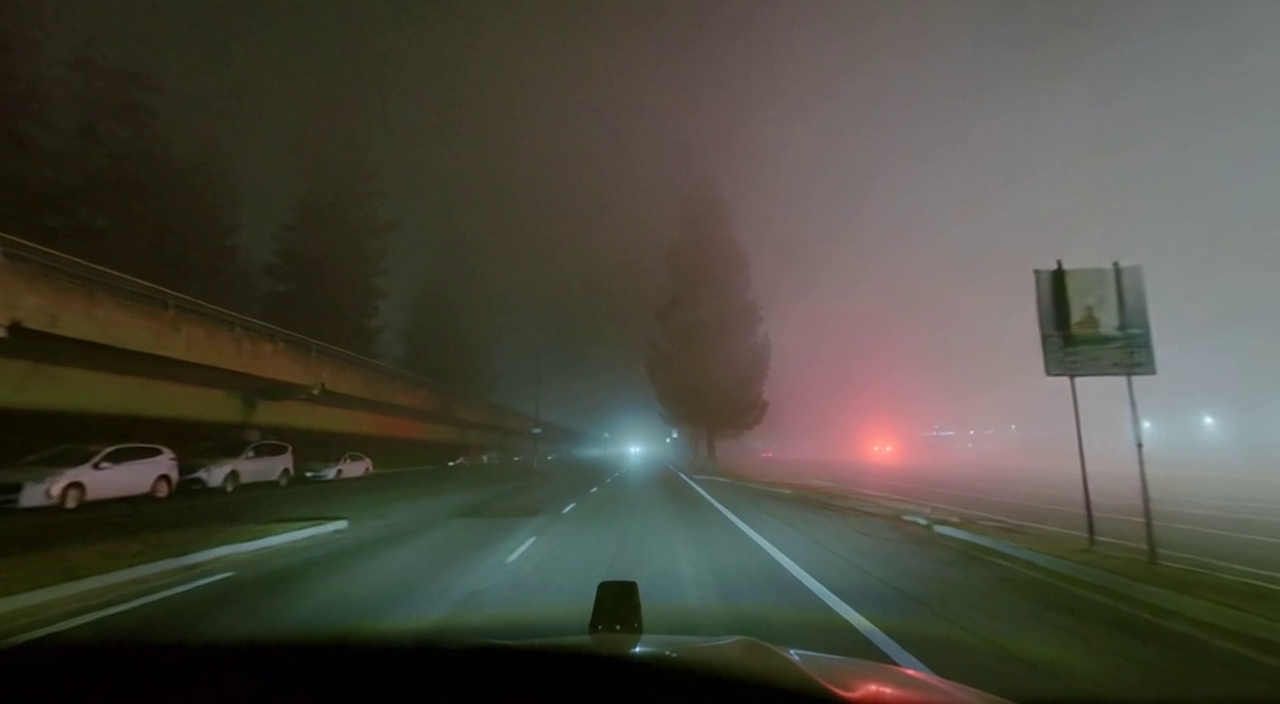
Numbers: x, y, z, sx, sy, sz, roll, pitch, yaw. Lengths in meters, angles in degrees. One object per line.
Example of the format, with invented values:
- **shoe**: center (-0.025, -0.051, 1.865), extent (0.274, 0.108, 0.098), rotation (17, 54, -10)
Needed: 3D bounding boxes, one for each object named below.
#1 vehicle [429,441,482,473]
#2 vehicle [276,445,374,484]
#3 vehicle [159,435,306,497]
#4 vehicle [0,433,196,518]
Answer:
- **vehicle**: center (-12.815, 7.311, 44.247), extent (2.136, 2.016, 5.354), rotation (2, -9, -1)
- **vehicle**: center (-13.513, 4.900, 27.449), extent (1.847, 1.498, 4.368), rotation (1, -10, 2)
- **vehicle**: center (-13.533, 3.784, 21.383), extent (1.886, 1.801, 4.337), rotation (2, -8, 3)
- **vehicle**: center (-13.376, 2.888, 15.367), extent (1.903, 1.703, 4.346), rotation (2, -9, 0)
